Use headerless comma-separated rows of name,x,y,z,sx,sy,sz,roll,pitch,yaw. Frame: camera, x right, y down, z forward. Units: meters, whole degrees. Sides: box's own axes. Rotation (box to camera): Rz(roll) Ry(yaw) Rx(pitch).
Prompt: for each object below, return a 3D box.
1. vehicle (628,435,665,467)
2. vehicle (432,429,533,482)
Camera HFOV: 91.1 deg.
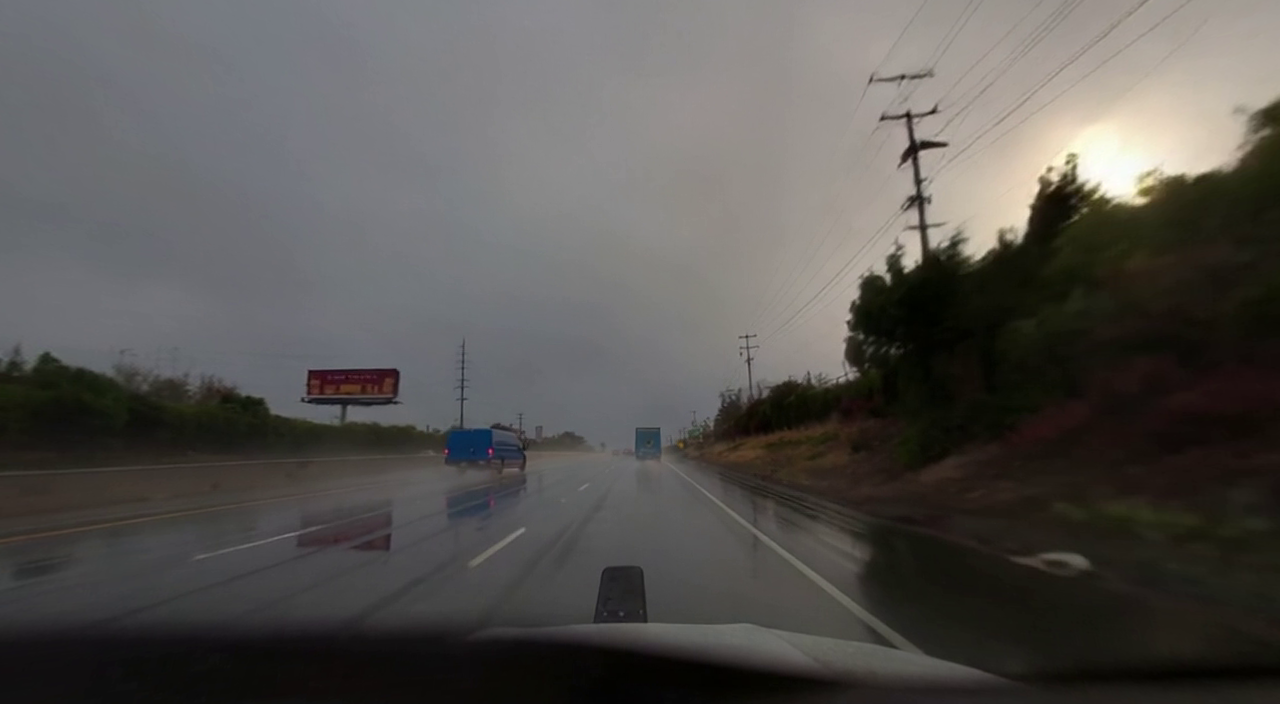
vehicle,0.473,7.511,47.918,2.692,2.279,5.695,0,-8,0
vehicle,-6.848,4.630,28.479,2.695,2.084,6.836,0,-8,1
